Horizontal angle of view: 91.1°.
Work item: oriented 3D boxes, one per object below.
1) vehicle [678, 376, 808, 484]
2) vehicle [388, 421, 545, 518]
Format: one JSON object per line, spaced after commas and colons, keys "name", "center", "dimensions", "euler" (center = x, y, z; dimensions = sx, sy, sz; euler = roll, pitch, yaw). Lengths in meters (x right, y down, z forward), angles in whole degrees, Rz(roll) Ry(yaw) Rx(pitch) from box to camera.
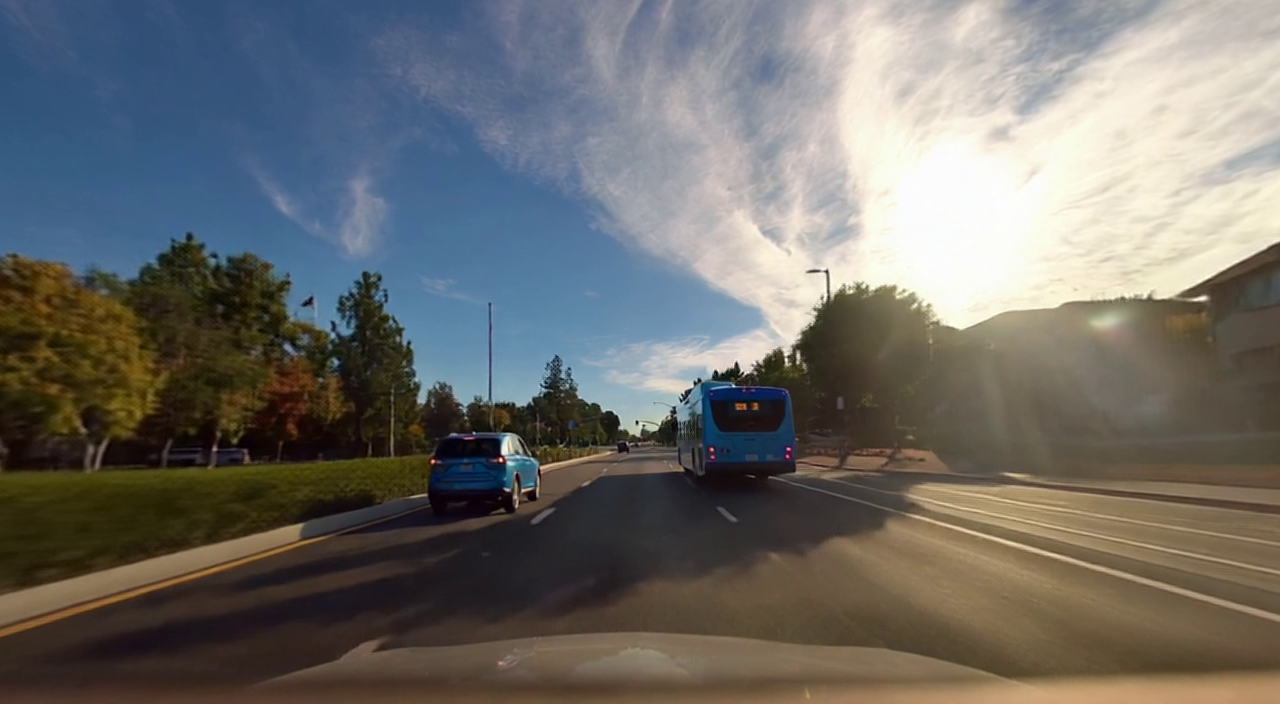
{"name": "vehicle", "center": [3.519, 3.249, 25.530], "dimensions": [3.072, 3.278, 12.747], "euler": [0, -8, 0]}
{"name": "vehicle", "center": [-3.522, 2.467, 13.750], "dimensions": [2.111, 1.767, 4.333], "euler": [0, -8, 1]}
